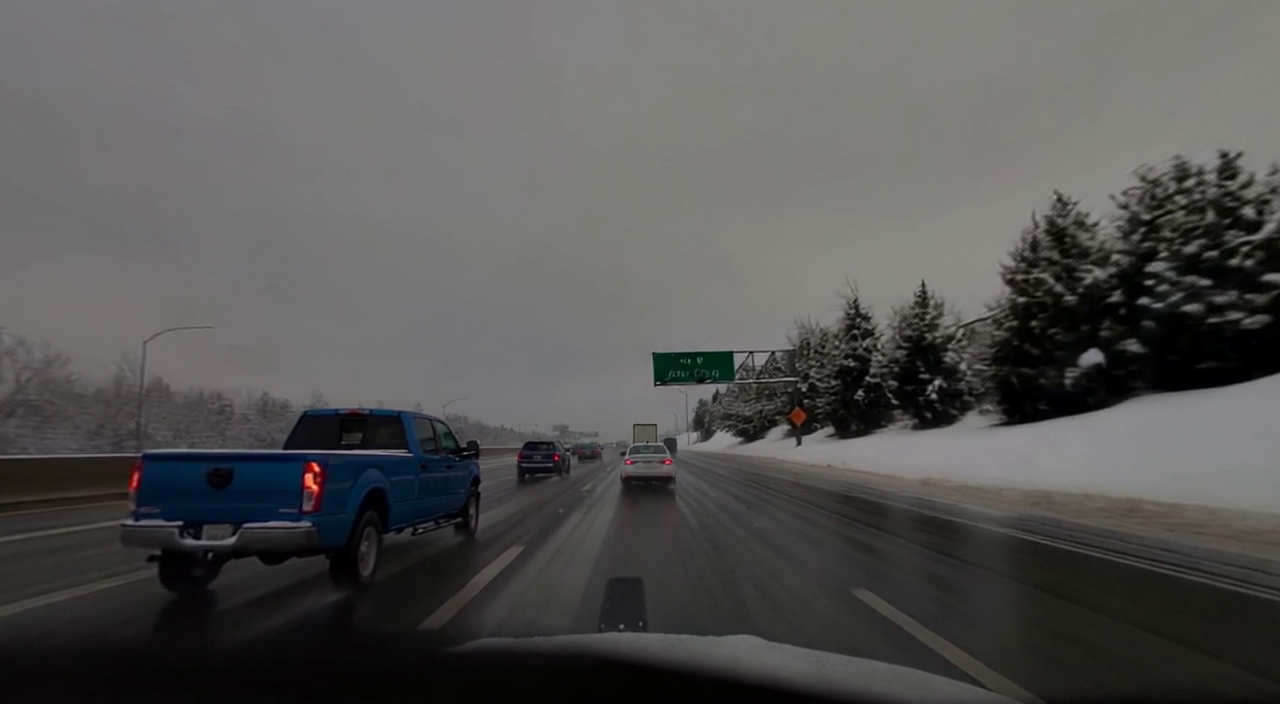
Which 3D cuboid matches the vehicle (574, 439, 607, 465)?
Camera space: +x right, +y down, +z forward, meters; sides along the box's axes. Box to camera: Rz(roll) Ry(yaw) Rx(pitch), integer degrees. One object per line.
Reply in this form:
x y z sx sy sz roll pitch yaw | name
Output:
-3.363 6.890 43.613 1.897 1.646 4.049 0 -8 1 | vehicle

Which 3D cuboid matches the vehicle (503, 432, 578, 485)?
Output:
-3.459 3.795 22.708 1.903 1.721 4.210 0 -8 1 | vehicle

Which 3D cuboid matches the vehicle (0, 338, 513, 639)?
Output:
-3.306 1.359 7.364 2.269 2.060 5.933 0 -8 1 | vehicle

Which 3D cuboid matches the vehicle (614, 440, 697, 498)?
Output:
0.379 3.198 17.721 2.054 1.421 4.090 0 -8 0 | vehicle
